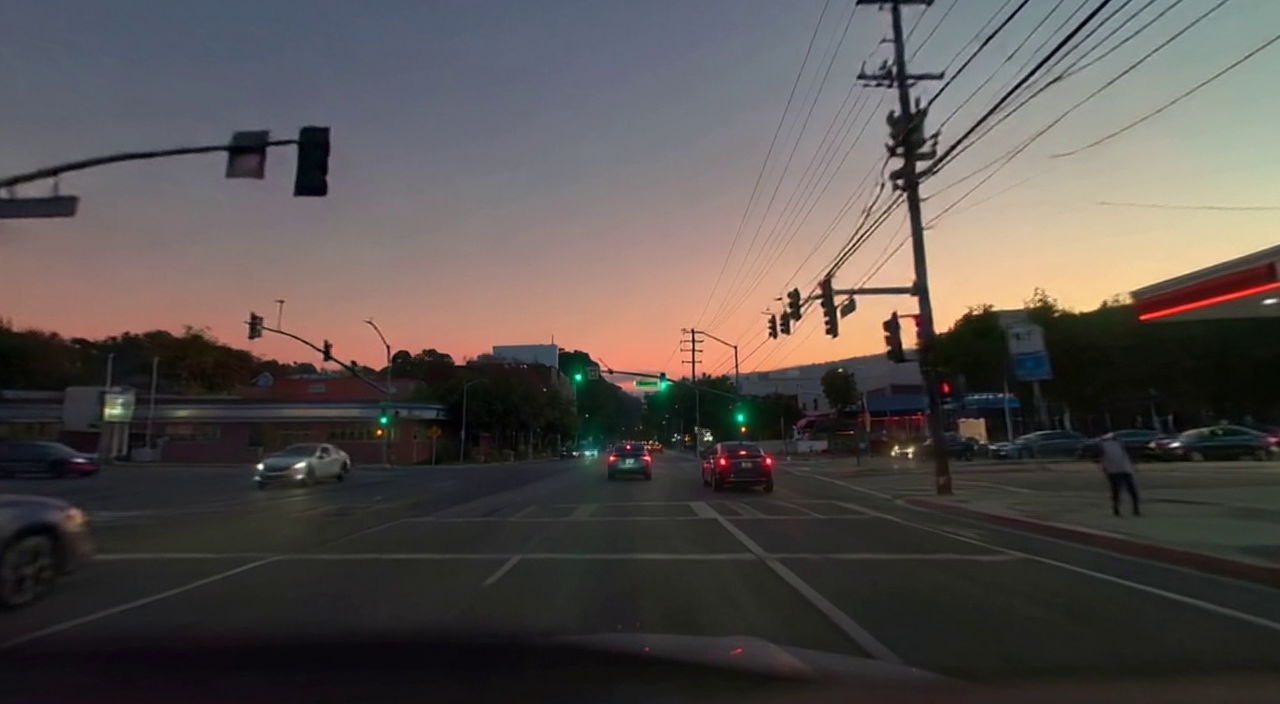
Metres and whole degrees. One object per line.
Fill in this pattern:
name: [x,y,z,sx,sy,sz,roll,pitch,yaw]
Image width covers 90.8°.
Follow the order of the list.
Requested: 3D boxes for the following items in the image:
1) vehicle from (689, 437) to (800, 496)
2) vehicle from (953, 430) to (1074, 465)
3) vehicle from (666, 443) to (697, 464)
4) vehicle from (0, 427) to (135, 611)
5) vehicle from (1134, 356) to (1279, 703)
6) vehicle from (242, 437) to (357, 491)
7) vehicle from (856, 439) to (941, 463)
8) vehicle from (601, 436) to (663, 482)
vehicle: [2.780,3.184,17.998,2.208,1.436,4.542,0,-8,-3]
vehicle: [17.350,4.444,29.467,4.436,1.503,1.844,0,-9,-2]
vehicle: [3.075,7.668,47.766,1.971,1.477,4.121,0,-8,-1]
vehicle: [-6.222,1.236,4.299,2.075,1.470,4.190,0,-8,0]
vehicle: [3.776,0.615,0.866,2.452,1.682,4.565,0,-8,0]
vehicle: [-14.424,4.757,27.160,2.233,2.072,4.813,0,-8,0]
vehicle: [16.885,6.477,41.393,4.749,1.465,1.938,0,-9,-3]
vehicle: [-0.304,3.827,22.840,2.065,1.484,3.894,0,-8,-1]
